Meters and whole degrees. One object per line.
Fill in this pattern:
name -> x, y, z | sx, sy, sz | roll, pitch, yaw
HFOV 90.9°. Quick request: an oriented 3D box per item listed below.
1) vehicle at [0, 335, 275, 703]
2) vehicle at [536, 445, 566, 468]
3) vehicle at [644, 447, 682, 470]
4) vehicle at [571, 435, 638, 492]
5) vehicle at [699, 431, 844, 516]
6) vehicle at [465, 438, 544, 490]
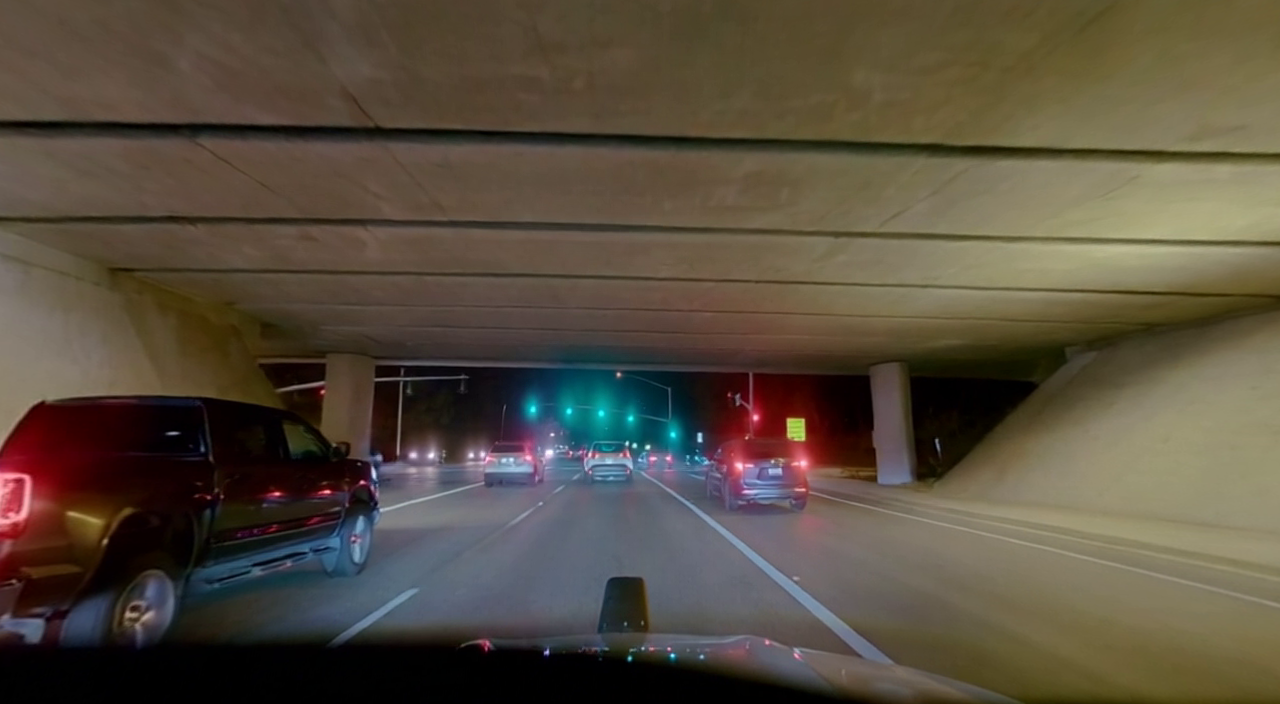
vehicle -> -3.938, 0.807, 2.629 | 2.074, 1.814, 4.596 | 0, -8, 0
vehicle -> -6.462, 7.603, 46.079 | 1.829, 1.614, 3.611 | 1, -8, -4
vehicle -> 1.501, 7.094, 42.256 | 2.026, 1.457, 3.969 | 1, -9, -6
vehicle -> -1.176, 3.807, 21.839 | 2.097, 1.748, 3.794 | 0, -8, -2
vehicle -> 2.964, 2.906, 15.705 | 2.234, 1.720, 5.378 | 0, -8, -3
vehicle -> -4.824, 4.028, 23.043 | 2.127, 1.720, 4.064 | 0, -8, -2
